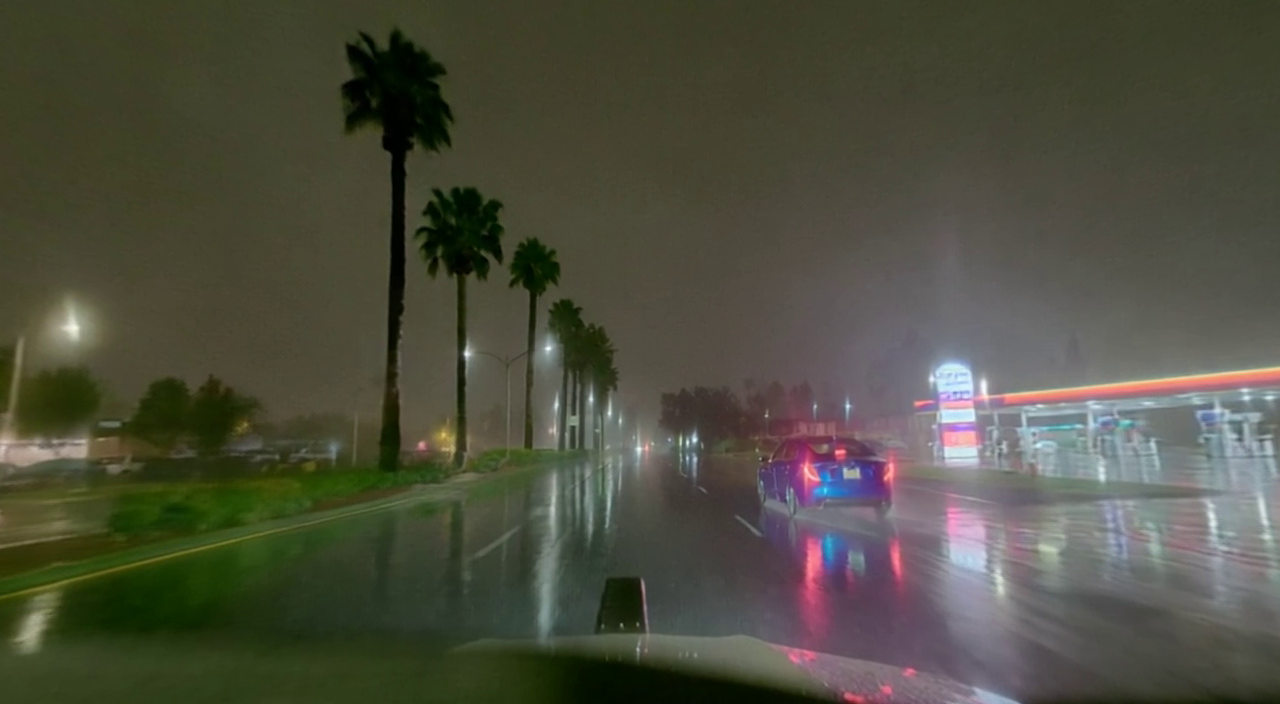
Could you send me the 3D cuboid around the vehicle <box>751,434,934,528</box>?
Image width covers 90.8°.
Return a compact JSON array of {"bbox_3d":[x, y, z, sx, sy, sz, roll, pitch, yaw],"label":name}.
[{"bbox_3d":[3.508,2.307,11.933,1.978,1.442,4.262,0,-8,-1],"label":"vehicle"}]
